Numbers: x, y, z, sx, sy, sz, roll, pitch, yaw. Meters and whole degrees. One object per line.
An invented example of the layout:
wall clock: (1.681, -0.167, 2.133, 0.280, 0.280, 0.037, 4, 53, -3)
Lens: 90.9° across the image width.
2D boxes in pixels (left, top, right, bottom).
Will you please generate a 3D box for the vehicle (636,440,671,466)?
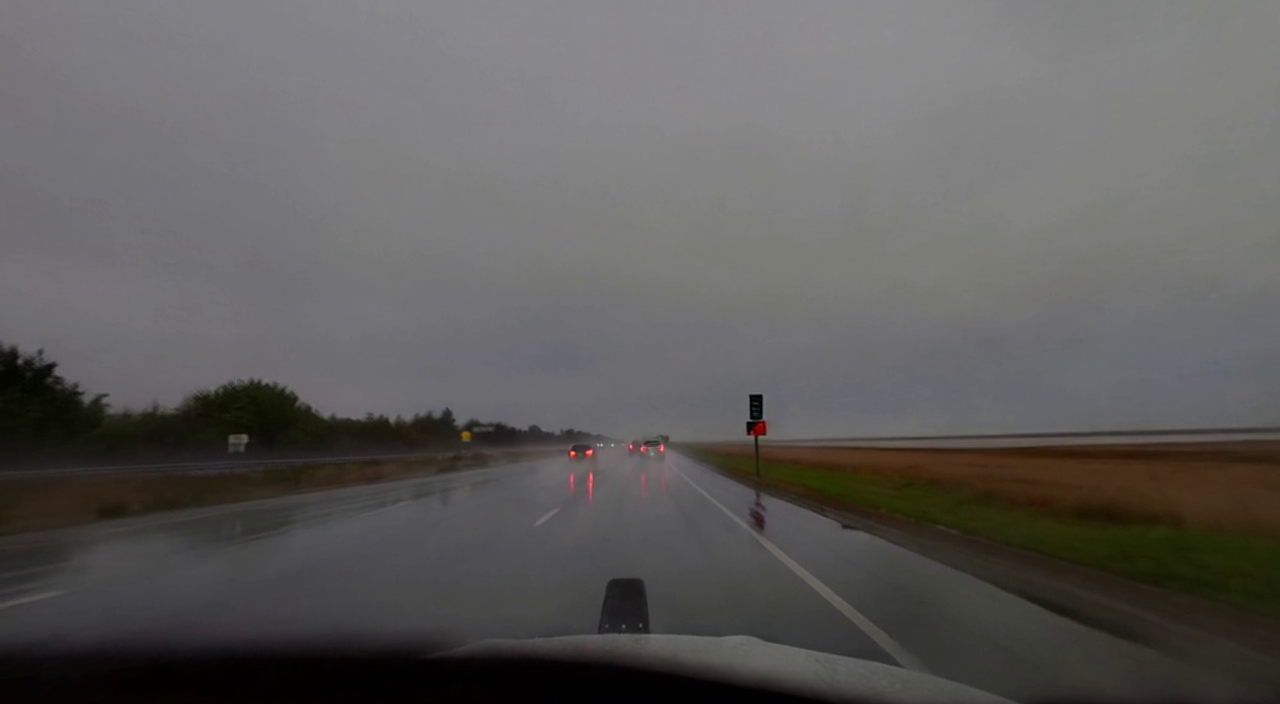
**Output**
vehicle: (0.929, 6.950, 43.584, 2.259, 1.697, 4.106, 0, -8, 1)

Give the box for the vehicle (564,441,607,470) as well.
vehicle: (-3.180, 6.162, 37.724, 2.028, 1.634, 4.441, 0, -8, 1)
